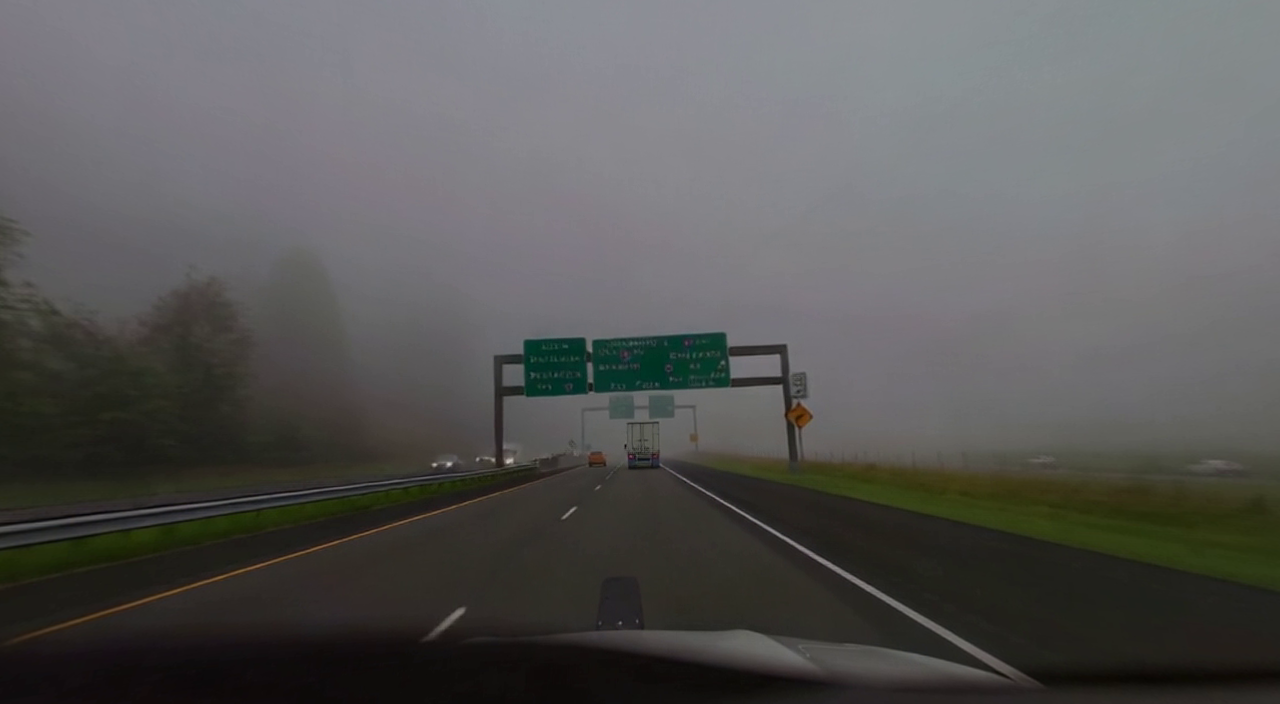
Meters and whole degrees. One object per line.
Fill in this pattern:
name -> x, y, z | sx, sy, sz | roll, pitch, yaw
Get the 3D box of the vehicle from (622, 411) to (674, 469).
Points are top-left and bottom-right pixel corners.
vehicle -> 0.338, 7.073, 49.800 | 3.341, 3.725, 18.015 | 0, -9, -1

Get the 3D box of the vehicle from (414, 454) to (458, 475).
vehicle -> -15.217, 8.361, 47.235 | 1.788, 1.457, 4.431 | 0, -9, 0
